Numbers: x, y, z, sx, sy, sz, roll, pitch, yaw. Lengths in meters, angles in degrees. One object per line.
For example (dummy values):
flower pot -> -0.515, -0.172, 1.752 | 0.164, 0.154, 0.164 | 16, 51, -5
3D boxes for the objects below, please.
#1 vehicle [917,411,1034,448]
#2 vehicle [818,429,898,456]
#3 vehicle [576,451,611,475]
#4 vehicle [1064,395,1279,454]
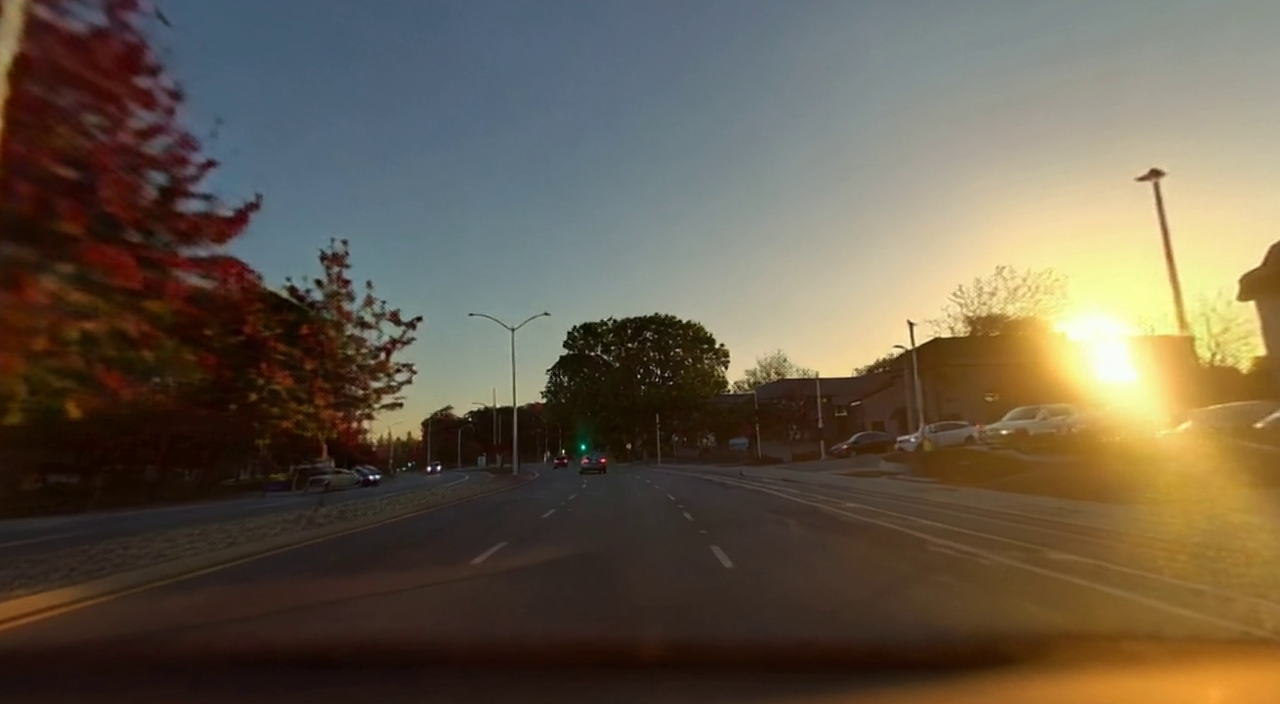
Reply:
vehicle -> 15.566, 3.634, 29.468 | 4.297, 1.632, 1.977 | 0, -8, -1
vehicle -> 15.622, 6.491, 45.423 | 4.922, 1.749, 2.145 | -2, -6, 2
vehicle -> -3.436, 8.016, 45.829 | 2.197, 1.642, 4.312 | 1, -9, -9
vehicle -> 15.332, 2.116, 18.233 | 4.742, 1.602, 1.999 | 0, -8, -2
